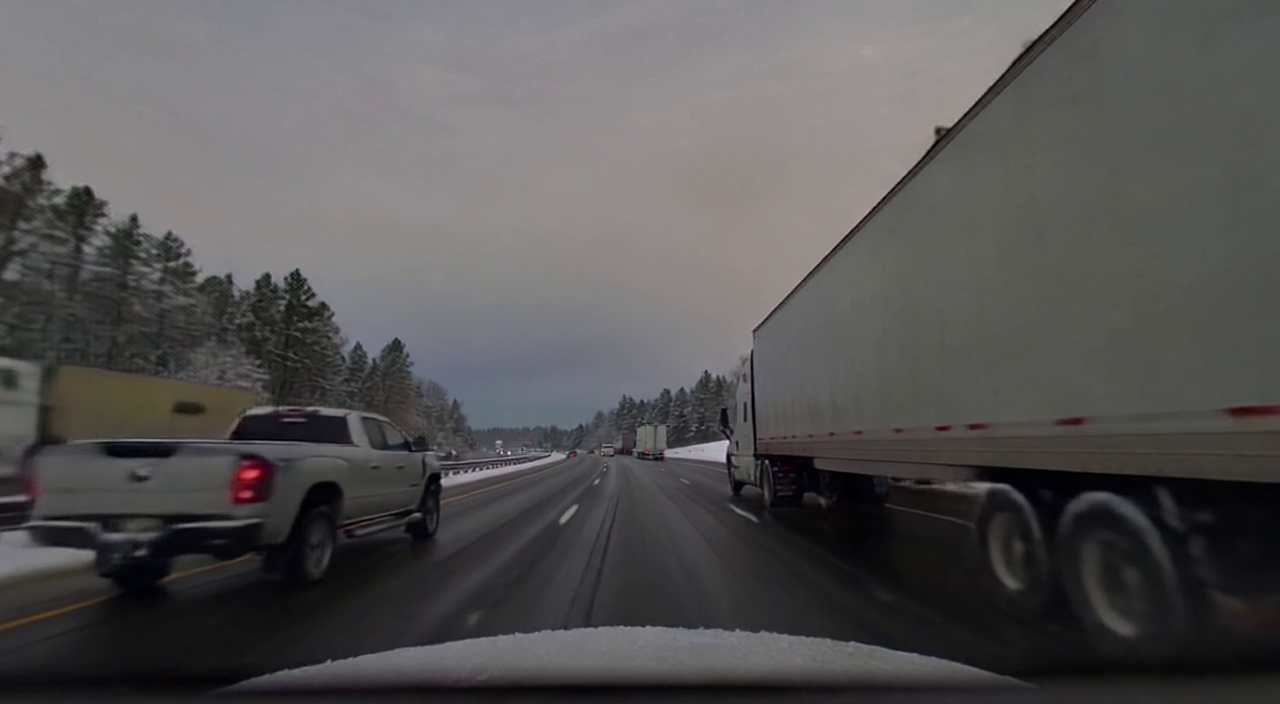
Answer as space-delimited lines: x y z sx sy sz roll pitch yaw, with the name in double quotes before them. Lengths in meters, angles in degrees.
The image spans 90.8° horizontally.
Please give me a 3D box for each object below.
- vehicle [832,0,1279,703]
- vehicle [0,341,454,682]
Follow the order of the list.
"vehicle" 4.282 0.144 5.071 2.826 4.035 8.369 0 -9 0
"vehicle" -3.749 1.282 6.152 2.337 1.942 4.984 0 -9 0
